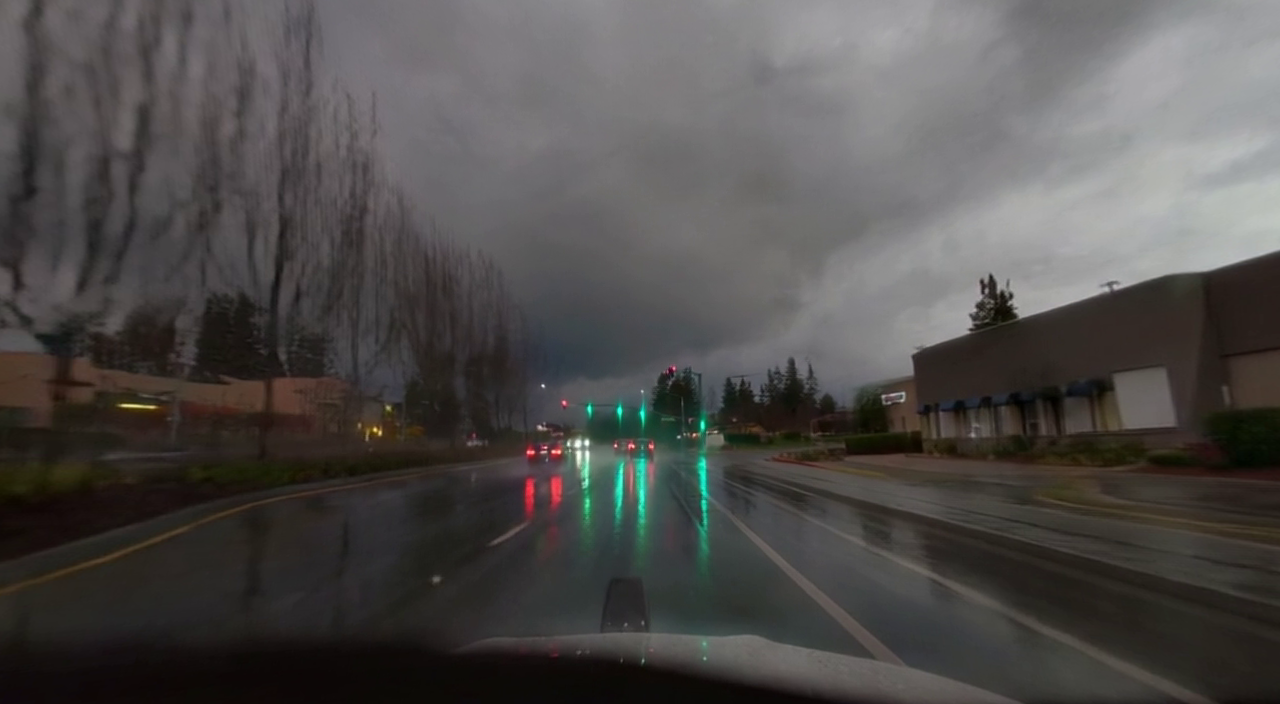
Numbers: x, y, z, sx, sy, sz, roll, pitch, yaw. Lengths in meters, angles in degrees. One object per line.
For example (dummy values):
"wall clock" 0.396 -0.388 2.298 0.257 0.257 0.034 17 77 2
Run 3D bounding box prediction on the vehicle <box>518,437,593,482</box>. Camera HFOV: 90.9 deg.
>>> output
"vehicle" -2.987 3.920 23.277 2.015 1.470 4.458 0 -8 2

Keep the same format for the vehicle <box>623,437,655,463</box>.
"vehicle" -0.046 6.882 44.301 2.153 1.764 4.047 0 -8 1
